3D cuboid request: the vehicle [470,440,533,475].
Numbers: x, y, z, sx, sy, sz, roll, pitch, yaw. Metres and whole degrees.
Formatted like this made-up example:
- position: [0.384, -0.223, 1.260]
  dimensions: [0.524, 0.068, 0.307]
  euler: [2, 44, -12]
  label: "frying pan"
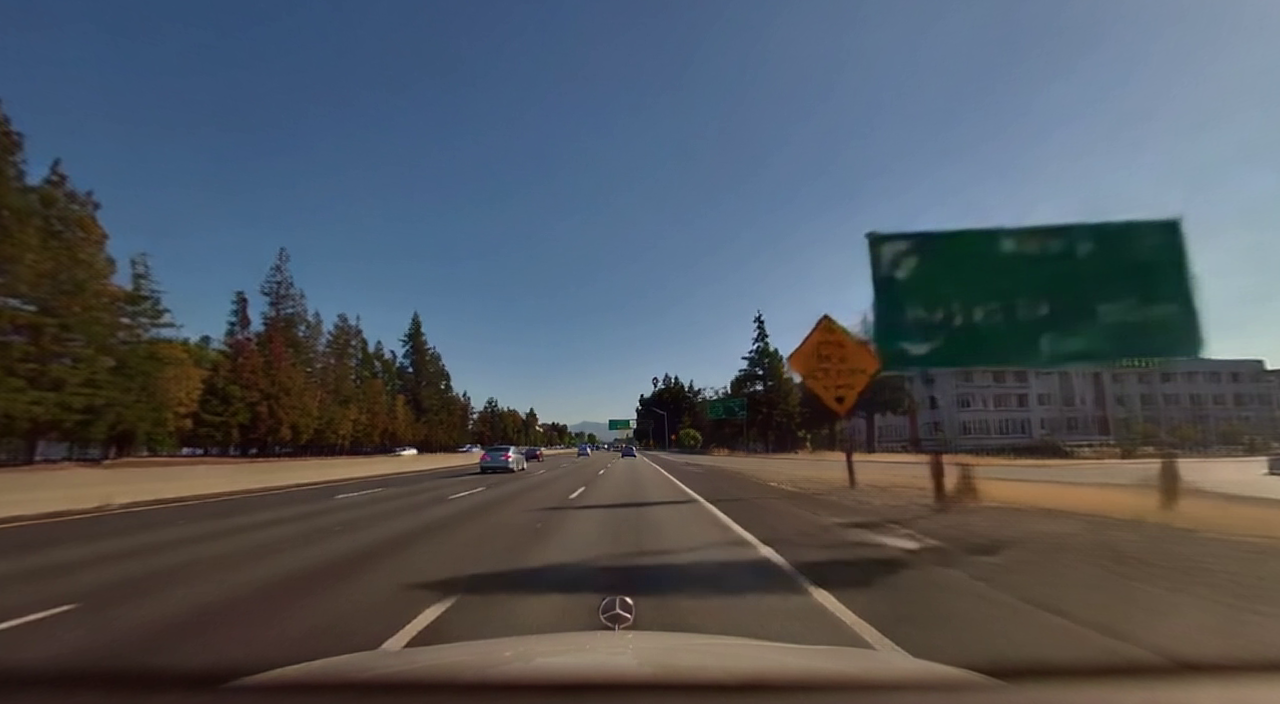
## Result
- position: [-6.839, 5.239, 31.685]
  dimensions: [2.016, 1.606, 4.806]
  euler: [0, -8, 1]
  label: "vehicle"
